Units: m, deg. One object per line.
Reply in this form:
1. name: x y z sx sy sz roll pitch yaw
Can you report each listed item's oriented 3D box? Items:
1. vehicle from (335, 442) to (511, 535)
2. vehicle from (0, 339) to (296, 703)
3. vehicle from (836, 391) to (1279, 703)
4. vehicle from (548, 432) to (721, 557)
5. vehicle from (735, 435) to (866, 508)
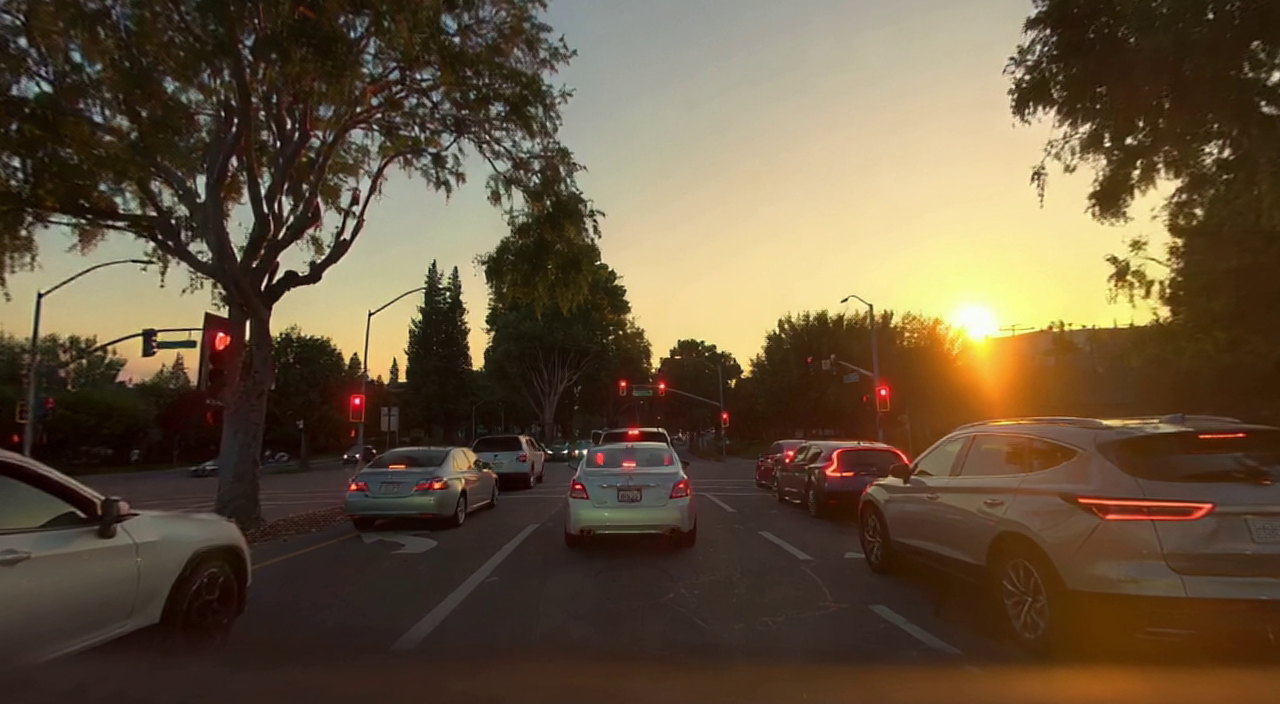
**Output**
1. vehicle: -3.929 2.504 12.341 1.919 1.459 4.371 0 -8 -1
2. vehicle: -3.653 0.834 2.551 2.047 1.764 4.369 0 -8 0
3. vehicle: 3.394 1.307 5.426 1.933 1.564 4.600 0 -8 0
4. vehicle: -0.078 2.005 9.599 2.061 1.470 3.970 0 -8 0
5. vehicle: 3.640 2.780 15.254 1.922 1.472 4.440 0 -8 -1
